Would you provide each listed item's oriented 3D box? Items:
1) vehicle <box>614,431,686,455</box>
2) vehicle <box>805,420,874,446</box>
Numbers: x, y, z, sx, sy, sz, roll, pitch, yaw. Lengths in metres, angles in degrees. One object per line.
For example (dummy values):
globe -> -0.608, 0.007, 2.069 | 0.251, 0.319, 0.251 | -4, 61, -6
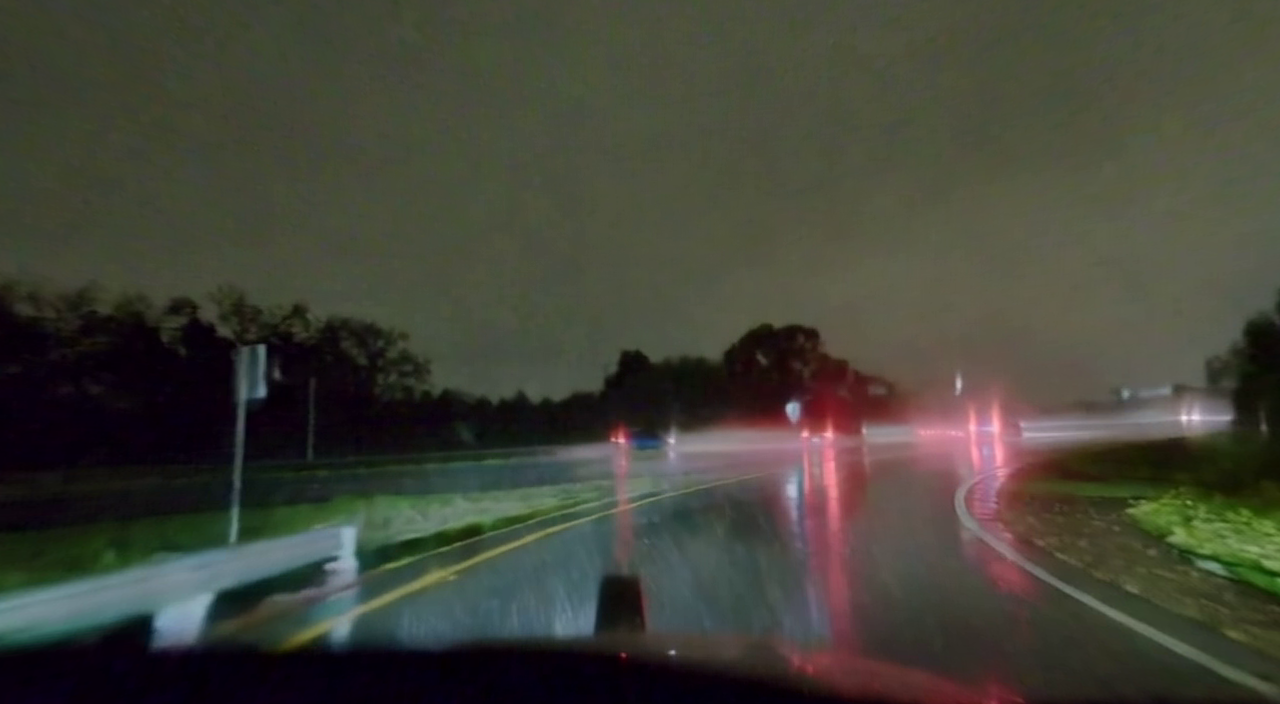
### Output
vehicle -> 0.761, 6.438, 44.560 | 4.957, 1.593, 1.871 | 6, -10, -35
vehicle -> 12.477, 5.103, 39.372 | 3.990, 1.549, 1.971 | 6, -10, -33
